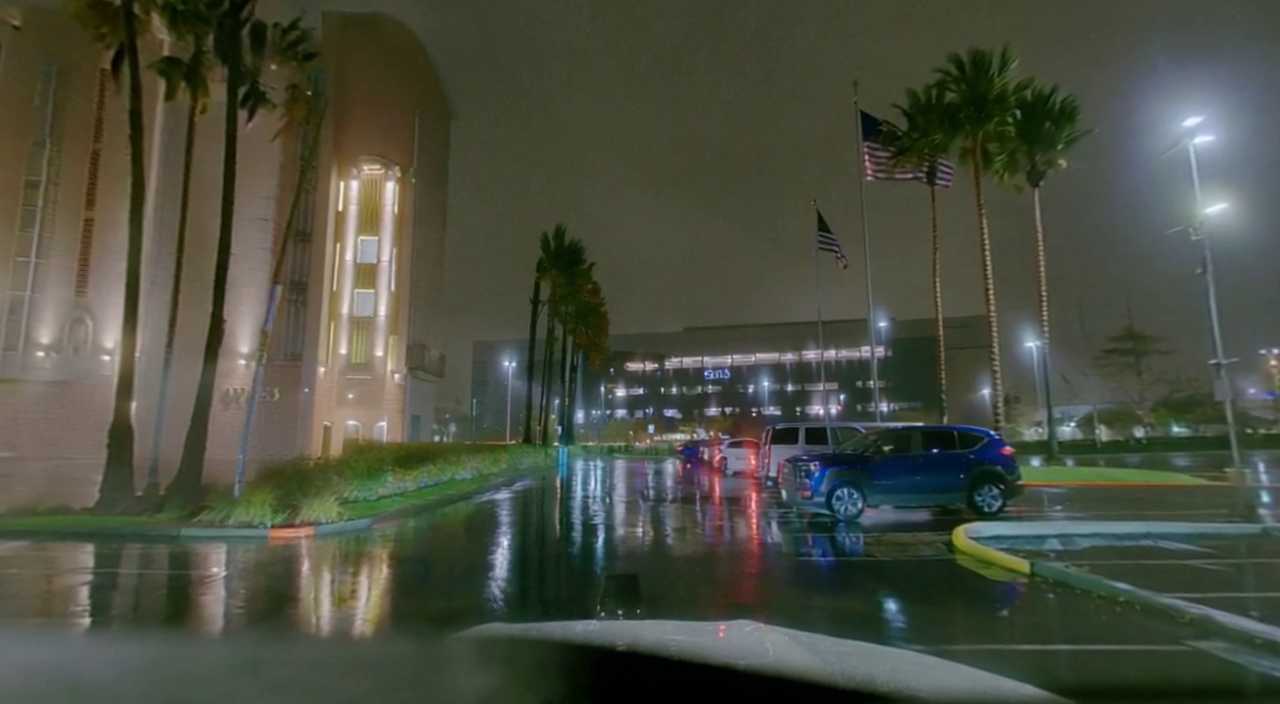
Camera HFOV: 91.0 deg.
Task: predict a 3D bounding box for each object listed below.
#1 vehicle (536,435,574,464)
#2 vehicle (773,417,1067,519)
[{"bbox_3d":[-6.116,7.007,45.595,1.943,1.890,4.472,2,-7,2],"label":"vehicle"},{"bbox_3d":[5.015,2.143,11.854,4.567,1.723,1.926,0,-9,1],"label":"vehicle"}]
